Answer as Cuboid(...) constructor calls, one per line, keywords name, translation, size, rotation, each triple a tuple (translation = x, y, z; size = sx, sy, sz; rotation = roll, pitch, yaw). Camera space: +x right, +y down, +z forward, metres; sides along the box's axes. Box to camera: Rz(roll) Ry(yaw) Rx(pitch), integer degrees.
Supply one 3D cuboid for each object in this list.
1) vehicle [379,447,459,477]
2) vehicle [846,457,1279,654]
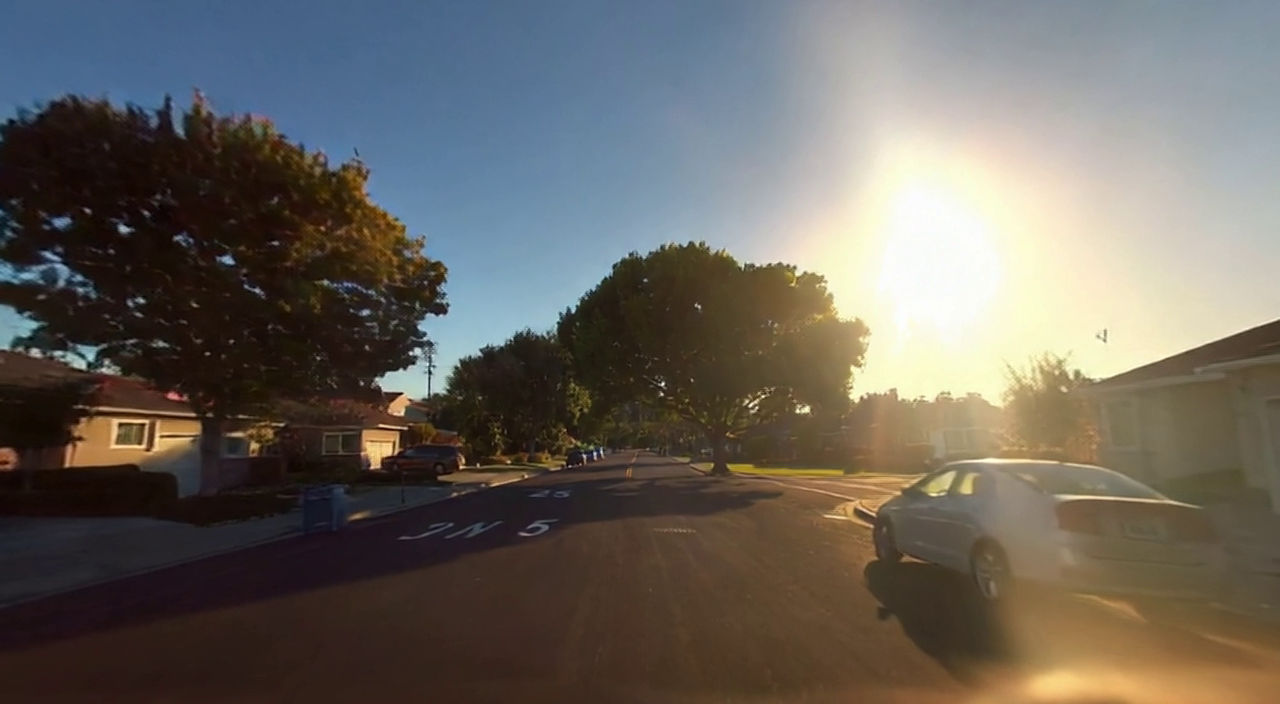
Cuboid(name="vehicle", translation=(-12.959, 6.487, 37.226), size=(3.921, 1.629, 1.832), rotation=(0, -10, 2))
Cuboid(name="vehicle", translation=(4.096, 1.956, 7.202), size=(1.952, 1.442, 4.529), rotation=(0, -9, 0))
